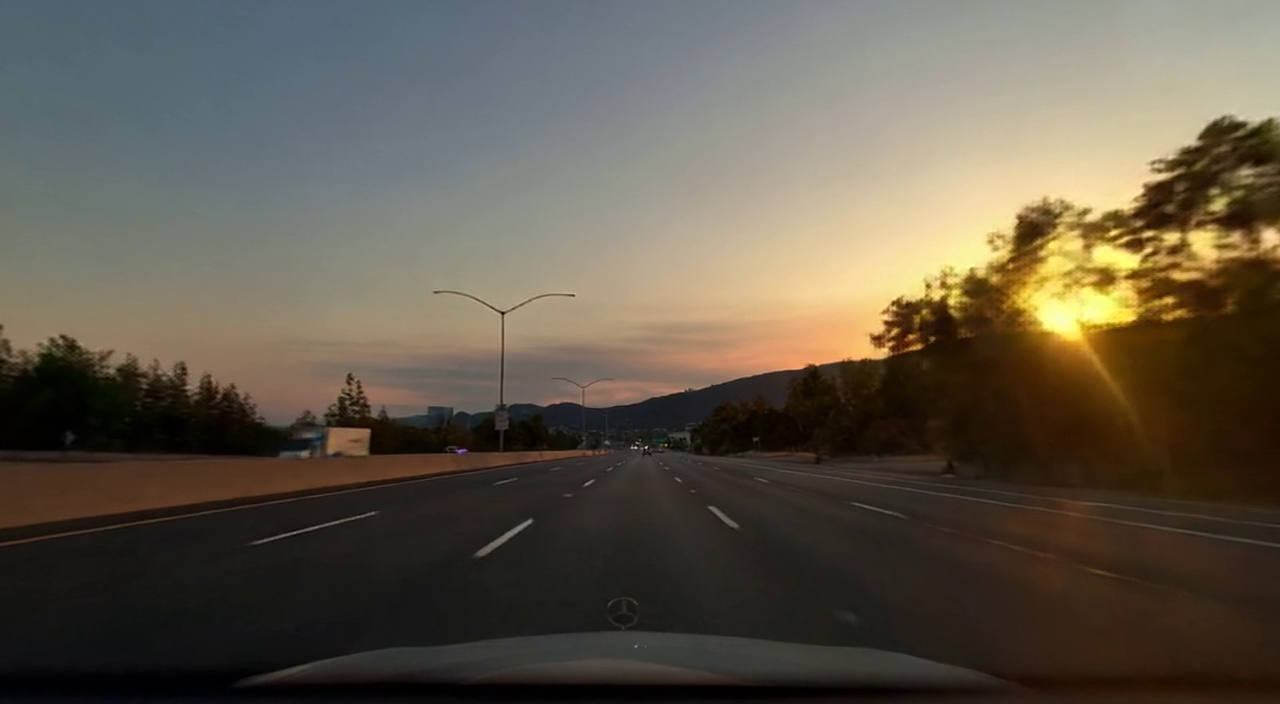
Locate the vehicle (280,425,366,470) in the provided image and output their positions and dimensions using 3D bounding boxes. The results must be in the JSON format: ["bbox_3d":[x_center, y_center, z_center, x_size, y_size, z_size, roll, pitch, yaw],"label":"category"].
[{"bbox_3d":[-24.867,7.606,49.932,2.780,3.238,7.530,0,-9,1],"label":"vehicle"}]
